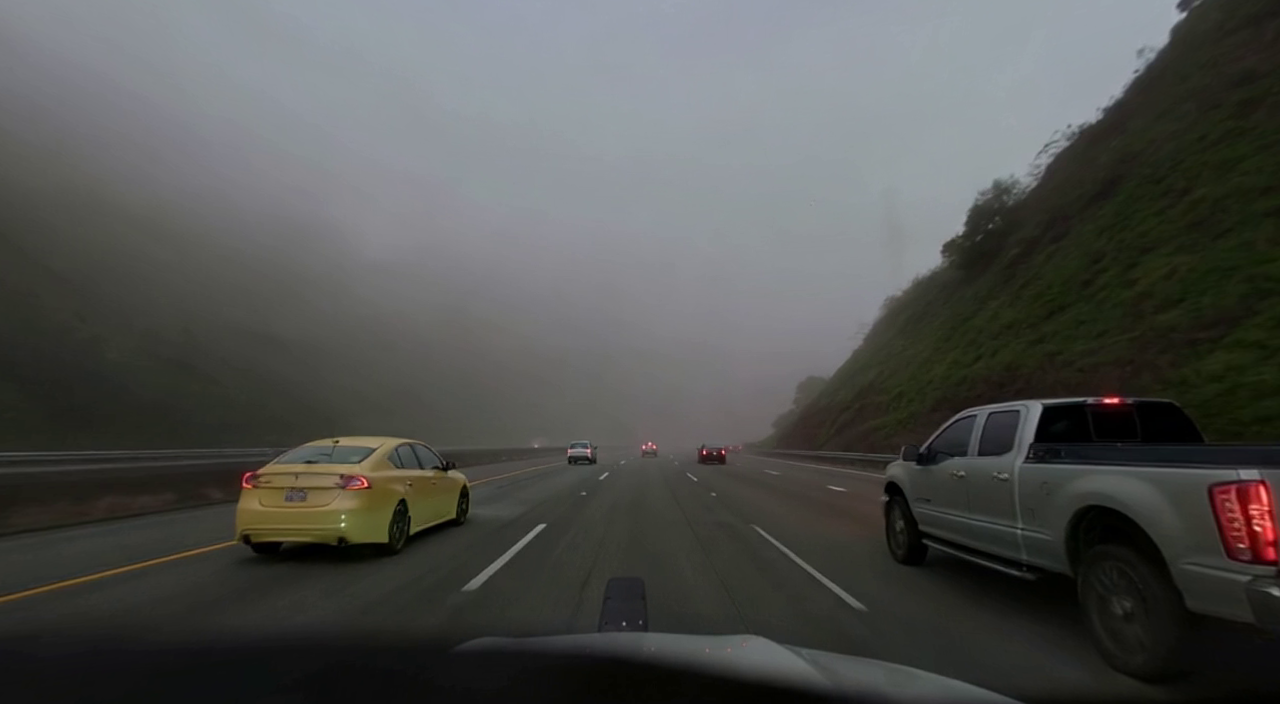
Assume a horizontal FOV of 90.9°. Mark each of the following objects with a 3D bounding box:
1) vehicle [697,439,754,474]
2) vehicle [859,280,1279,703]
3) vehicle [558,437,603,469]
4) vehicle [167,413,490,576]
[{"bbox_3d":[3.934,4.880,29.646,2.046,1.471,4.333,0,-8,0],"label":"vehicle"},{"bbox_3d":[3.551,0.991,4.512,2.098,1.925,5.171,0,-8,0],"label":"vehicle"},{"bbox_3d":[-3.304,5.709,35.841,2.021,1.679,4.310,-1,-8,2],"label":"vehicle"},{"bbox_3d":[-3.711,1.786,8.722,2.113,1.636,4.494,0,-8,1],"label":"vehicle"}]
